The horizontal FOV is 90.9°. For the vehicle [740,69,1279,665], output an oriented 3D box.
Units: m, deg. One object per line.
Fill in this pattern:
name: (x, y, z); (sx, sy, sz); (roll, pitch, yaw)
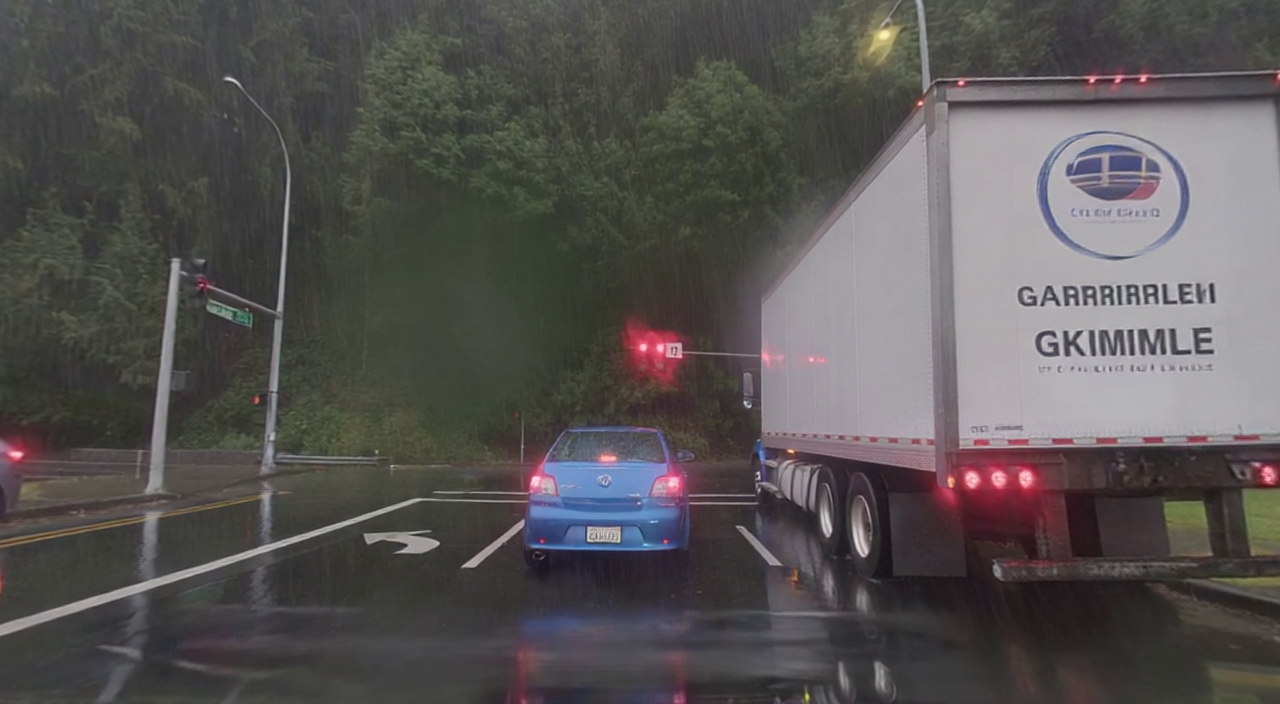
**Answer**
vehicle: (3.521, 0.713, 8.776); (2.884, 3.753, 9.763); (0, -9, 2)

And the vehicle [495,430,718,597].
vehicle: (-0.337, 1.706, 7.426); (1.975, 1.457, 3.526); (0, -9, -1)
